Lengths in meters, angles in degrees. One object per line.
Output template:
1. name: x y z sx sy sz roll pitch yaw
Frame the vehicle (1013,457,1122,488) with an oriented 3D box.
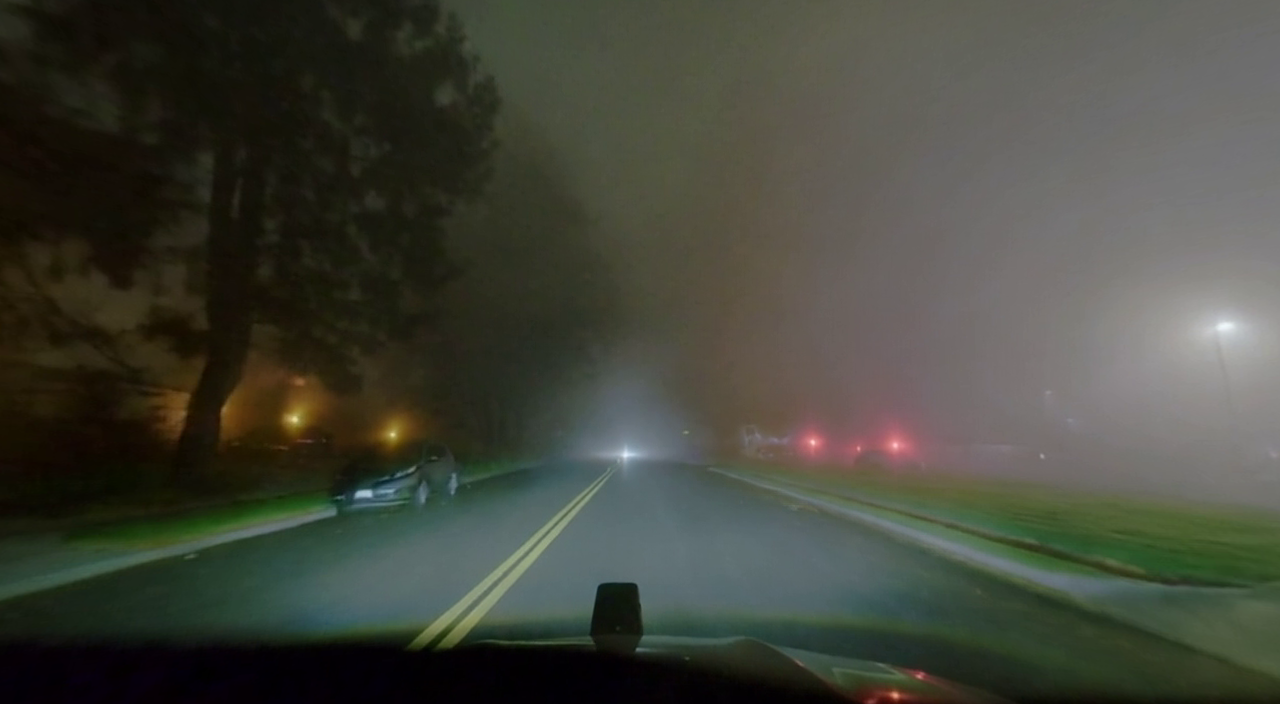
1. vehicle: 21.601 6.115 32.098 4.337 1.453 1.814 -6 -10 29

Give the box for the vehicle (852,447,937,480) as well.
1. vehicle: 14.500 6.310 36.010 4.231 1.493 1.941 -1 -8 30

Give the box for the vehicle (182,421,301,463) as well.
1. vehicle: -17.184 3.895 27.204 4.742 1.495 1.963 -7 -9 23

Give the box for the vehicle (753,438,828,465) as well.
1. vehicle: 10.934 7.189 45.804 4.854 1.771 2.123 -4 -7 28

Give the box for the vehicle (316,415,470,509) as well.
1. vehicle: -5.910 2.800 15.710 1.924 1.765 4.542 -7 -12 0
